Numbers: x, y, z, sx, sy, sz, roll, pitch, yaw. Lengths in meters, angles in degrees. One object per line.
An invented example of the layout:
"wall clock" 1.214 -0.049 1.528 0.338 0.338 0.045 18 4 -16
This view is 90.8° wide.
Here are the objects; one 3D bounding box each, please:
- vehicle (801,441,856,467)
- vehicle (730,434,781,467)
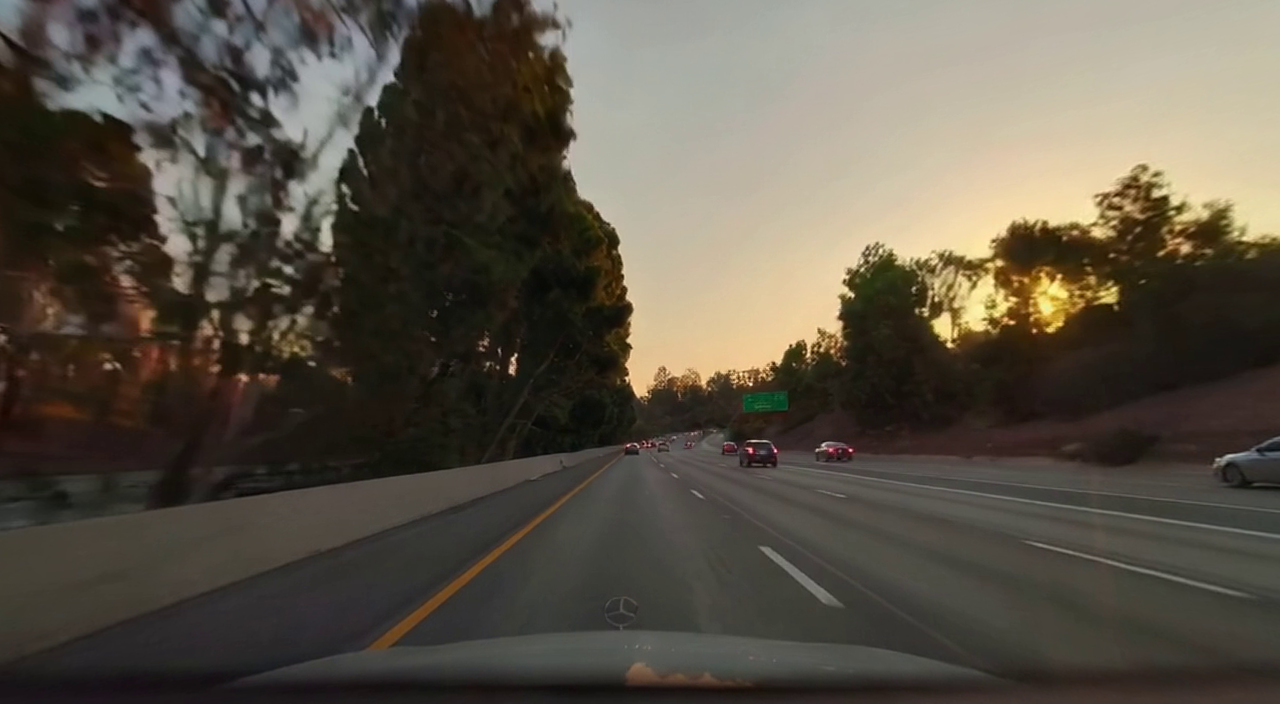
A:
"vehicle" 11.211 6.092 37.834 1.931 1.479 4.183 0 -8 -1
"vehicle" 6.777 5.862 37.580 2.098 1.820 4.505 0 -8 -2
